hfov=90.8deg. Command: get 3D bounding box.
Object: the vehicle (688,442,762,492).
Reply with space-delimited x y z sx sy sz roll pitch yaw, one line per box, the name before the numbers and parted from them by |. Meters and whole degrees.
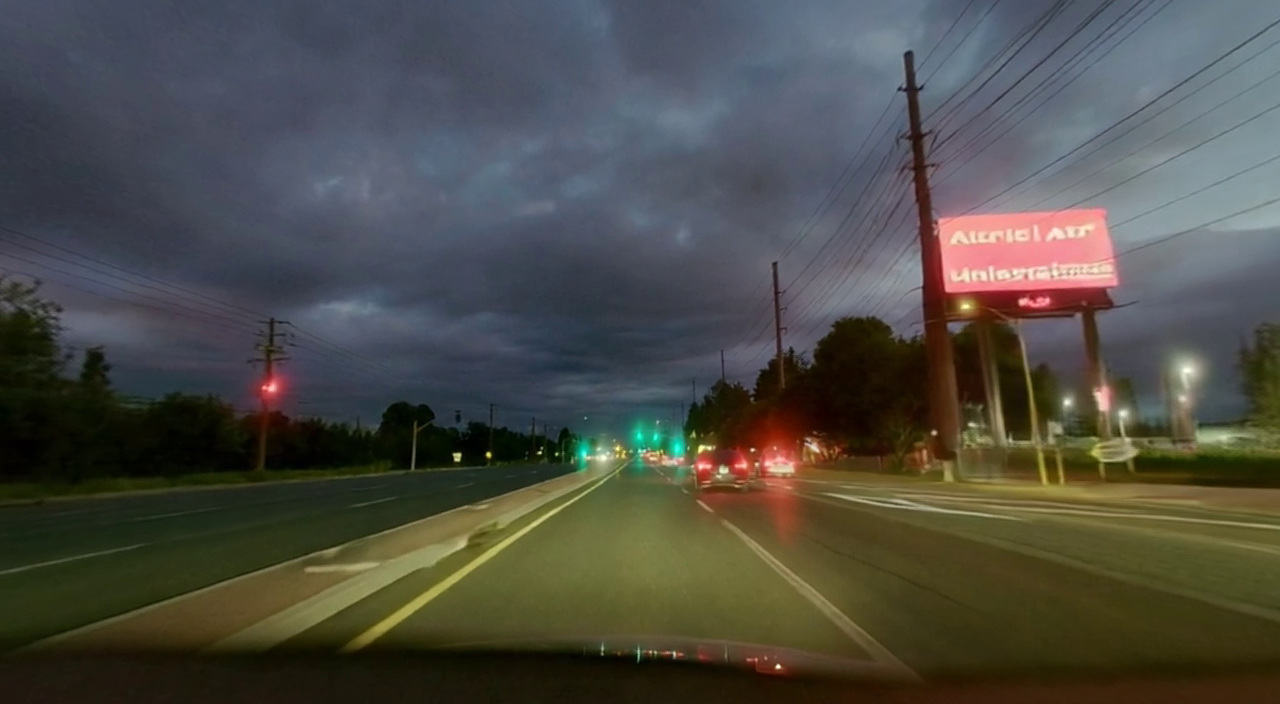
vehicle | 3.029 4.216 23.415 2.078 1.668 4.078 0 -9 -1
